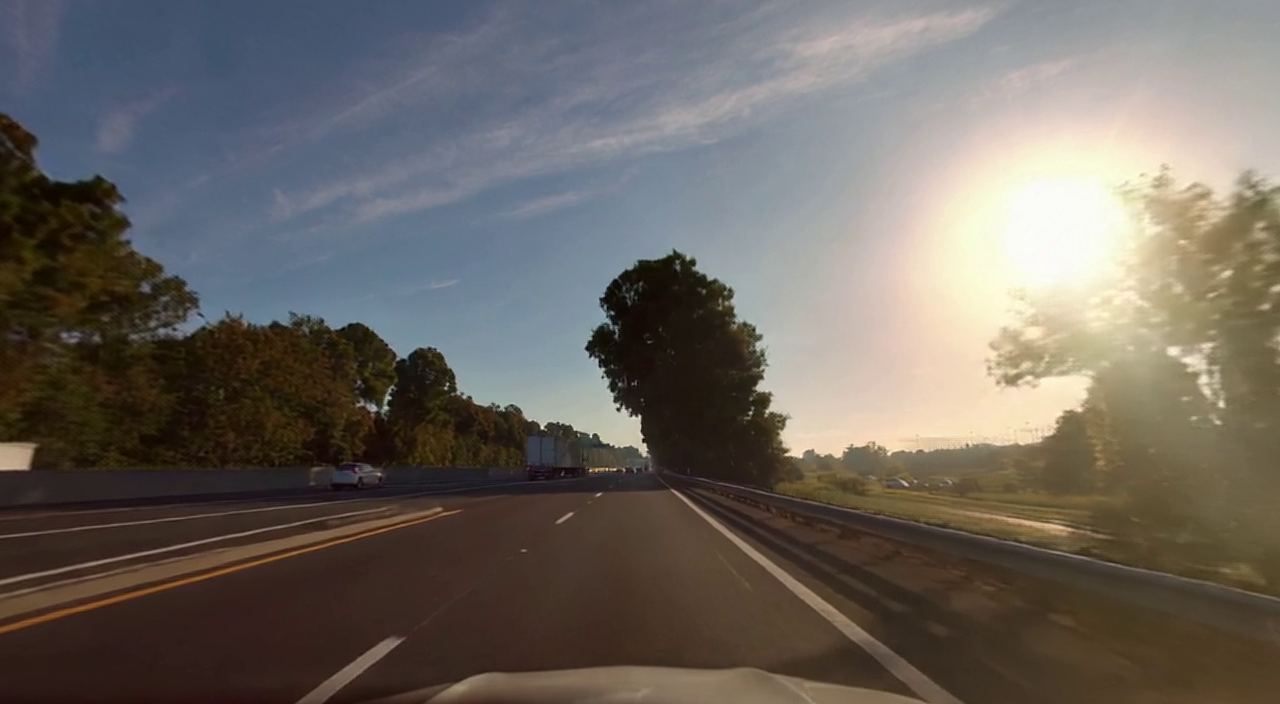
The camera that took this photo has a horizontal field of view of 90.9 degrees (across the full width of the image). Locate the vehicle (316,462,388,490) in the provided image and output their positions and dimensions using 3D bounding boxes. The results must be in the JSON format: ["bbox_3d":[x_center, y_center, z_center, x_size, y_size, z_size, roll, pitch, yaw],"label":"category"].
[{"bbox_3d":[-15.712,6.795,34.651,1.745,1.430,4.252,0,-10,3],"label":"vehicle"}]
